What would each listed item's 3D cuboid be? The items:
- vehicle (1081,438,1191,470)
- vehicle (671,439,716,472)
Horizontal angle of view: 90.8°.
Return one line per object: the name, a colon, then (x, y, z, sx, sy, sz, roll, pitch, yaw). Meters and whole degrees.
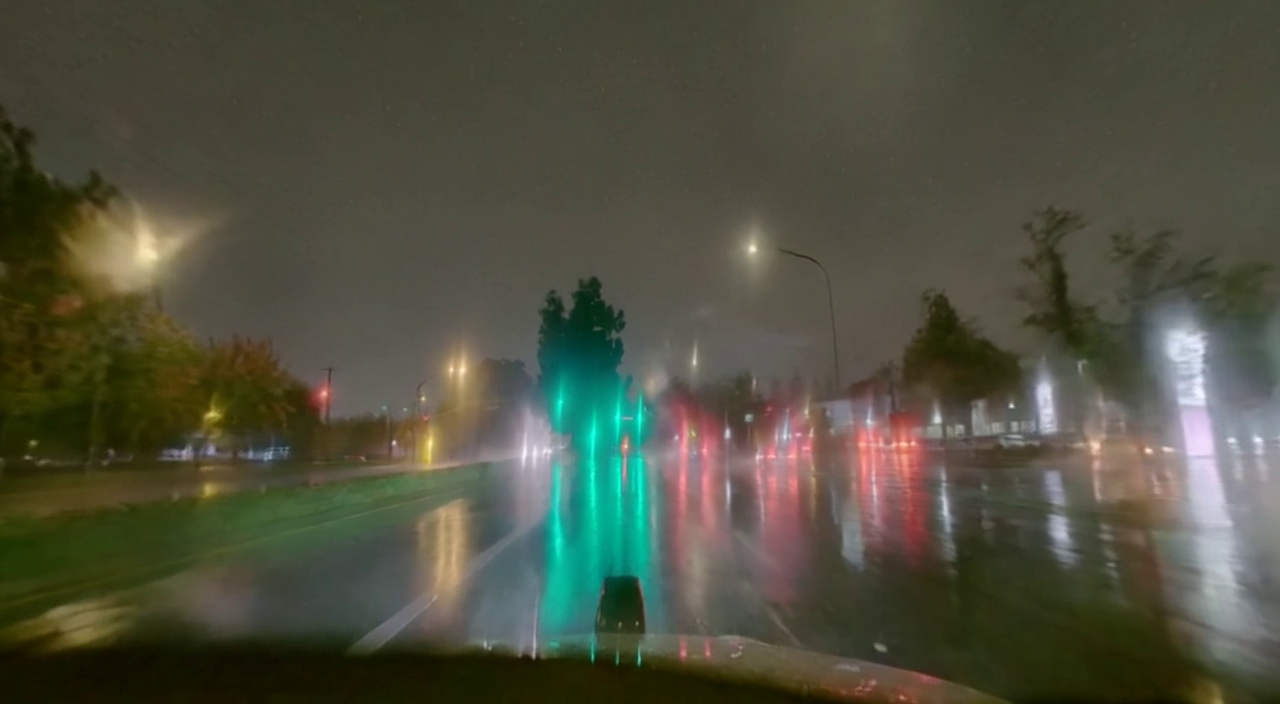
vehicle: (23.144, 4.767, 29.540, 3.661, 1.417, 1.783, 0, -9, -4)
vehicle: (3.038, 6.022, 36.945, 2.069, 1.761, 4.610, 0, -9, -2)
